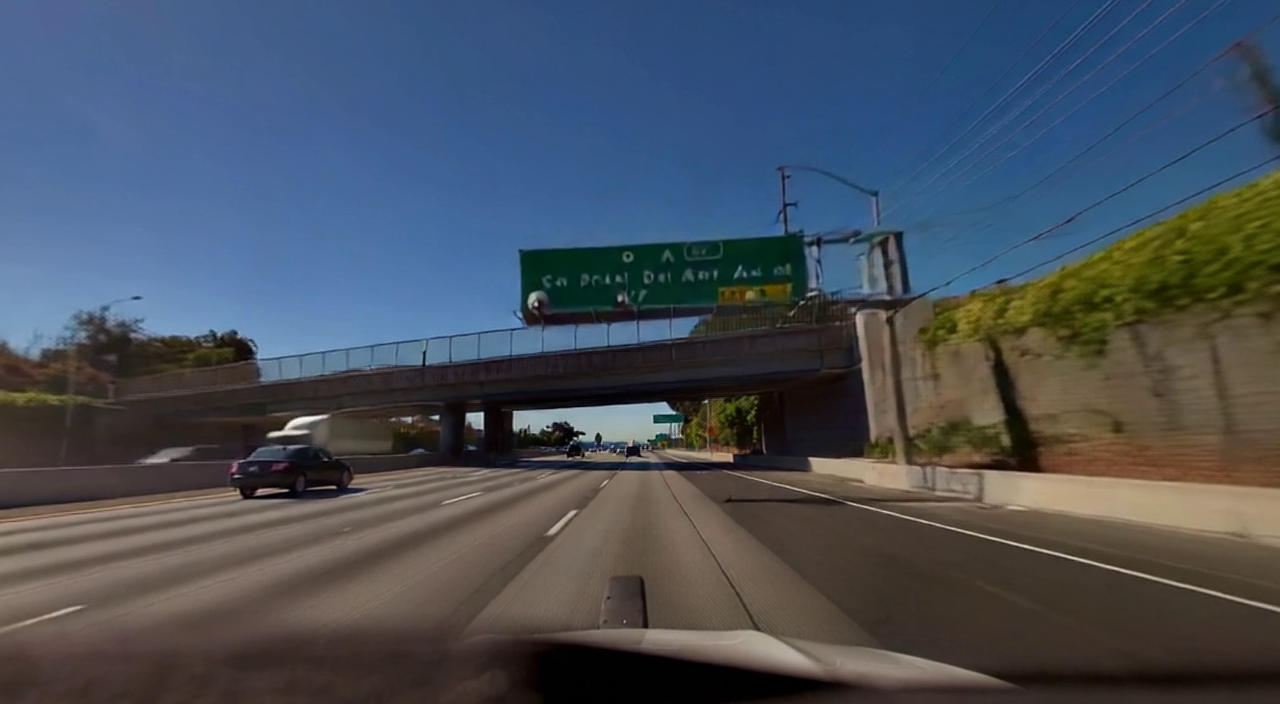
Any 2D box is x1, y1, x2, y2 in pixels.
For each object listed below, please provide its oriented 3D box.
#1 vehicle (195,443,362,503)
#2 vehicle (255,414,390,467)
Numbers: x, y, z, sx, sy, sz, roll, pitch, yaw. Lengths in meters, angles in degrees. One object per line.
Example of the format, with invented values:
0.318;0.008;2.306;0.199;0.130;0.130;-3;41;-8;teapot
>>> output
-10.113;3.376;18.179;2.056;1.476;4.562;0;-8;1;vehicle
-23.426;6.759;48.087;2.941;3.391;14.236;0;-8;0;vehicle
